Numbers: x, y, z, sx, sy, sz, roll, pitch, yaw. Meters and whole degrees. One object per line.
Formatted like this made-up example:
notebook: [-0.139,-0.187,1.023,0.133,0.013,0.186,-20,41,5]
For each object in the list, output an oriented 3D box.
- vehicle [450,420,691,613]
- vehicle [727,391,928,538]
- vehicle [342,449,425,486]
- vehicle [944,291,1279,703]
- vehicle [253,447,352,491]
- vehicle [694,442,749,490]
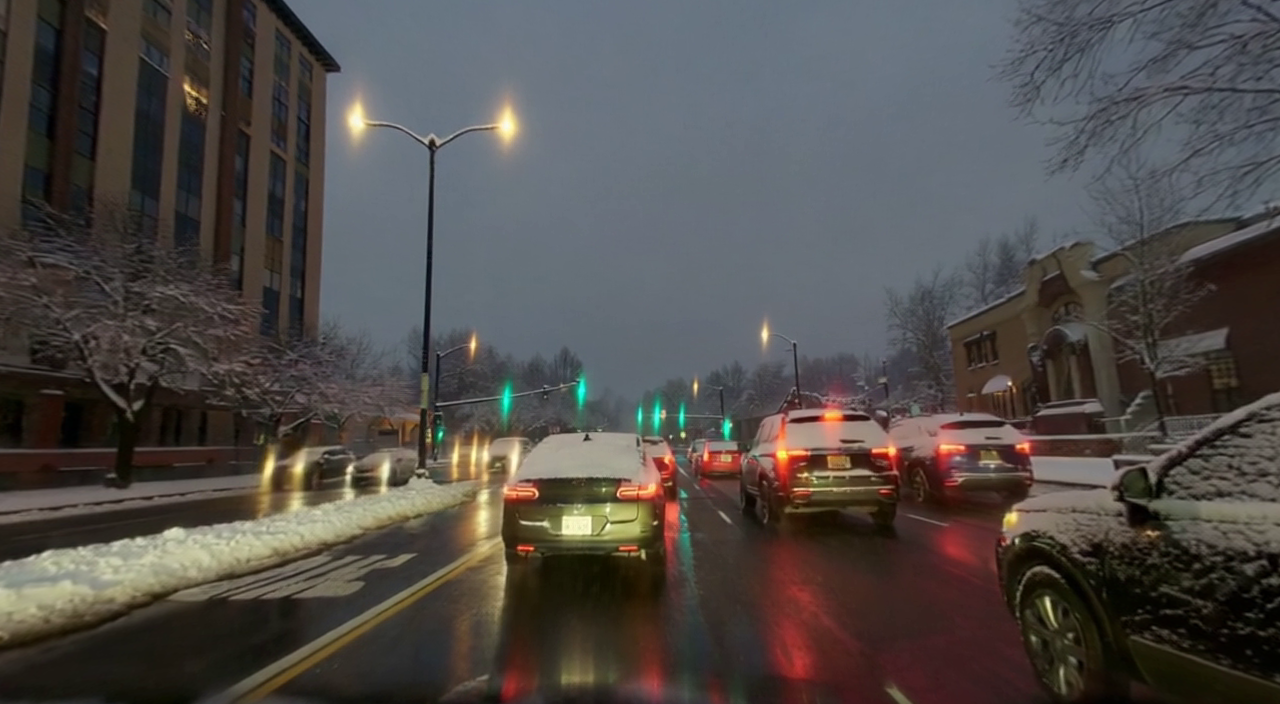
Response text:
vehicle: [-0.586,1.746,7.611,2.111,1.676,4.018,0,-8,1]
vehicle: [3.574,2.317,13.569,2.516,2.481,5.766,0,-8,0]
vehicle: [-12.511,5.650,31.047,2.005,1.660,4.676,0,-8,2]
vehicle: [3.159,0.795,2.189,1.982,1.960,4.427,0,-8,1]
vehicle: [-16.126,5.563,30.361,2.077,1.925,4.626,0,-8,2]
vehicle: [3.008,4.268,23.933,1.518,1.650,4.408,0,-8,1]
